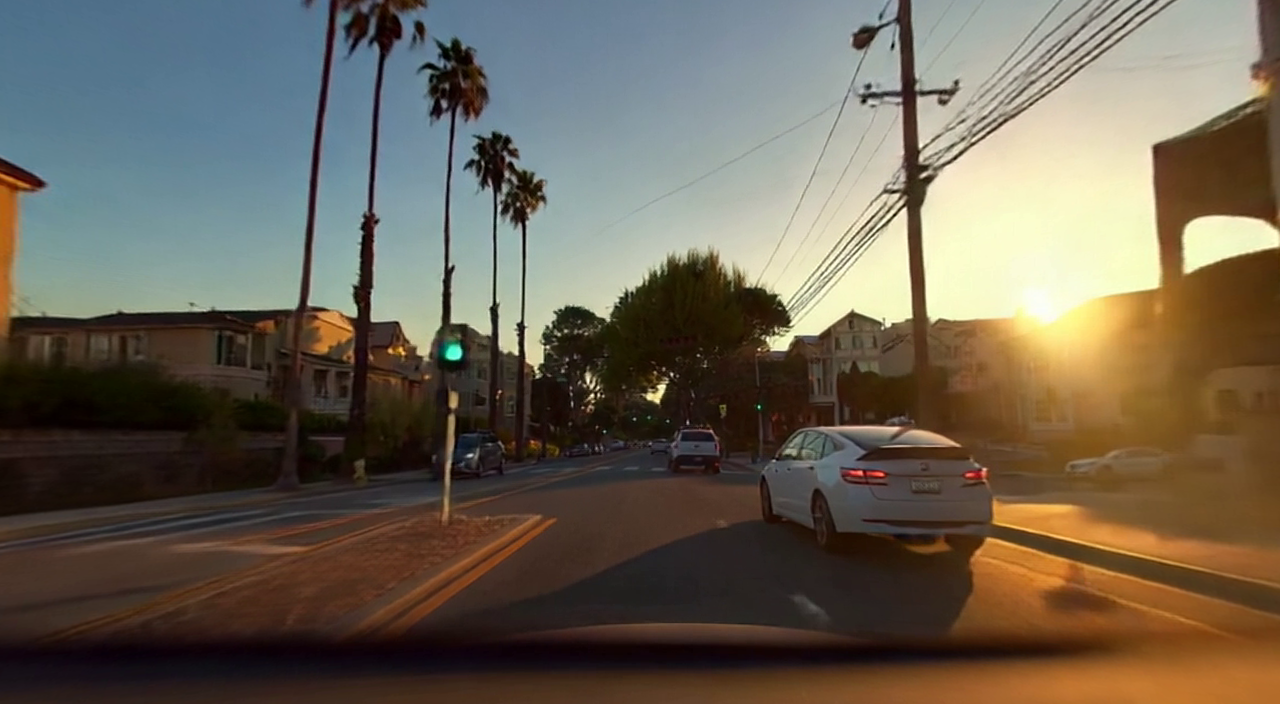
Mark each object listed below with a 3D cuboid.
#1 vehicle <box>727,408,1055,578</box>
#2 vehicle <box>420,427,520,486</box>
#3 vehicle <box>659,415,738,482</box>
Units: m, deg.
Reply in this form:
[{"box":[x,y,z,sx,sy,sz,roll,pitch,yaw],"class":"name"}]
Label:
[{"box":[2.676,1.651,8.200,2.096,1.552,4.519,1,-9,-5],"class":"vehicle"},{"box":[-6.165,3.780,23.445,2.069,1.820,4.388,-3,-6,6],"class":"vehicle"},{"box":[1.839,3.272,21.472,2.109,2.002,4.424,0,-9,-2],"class":"vehicle"}]
